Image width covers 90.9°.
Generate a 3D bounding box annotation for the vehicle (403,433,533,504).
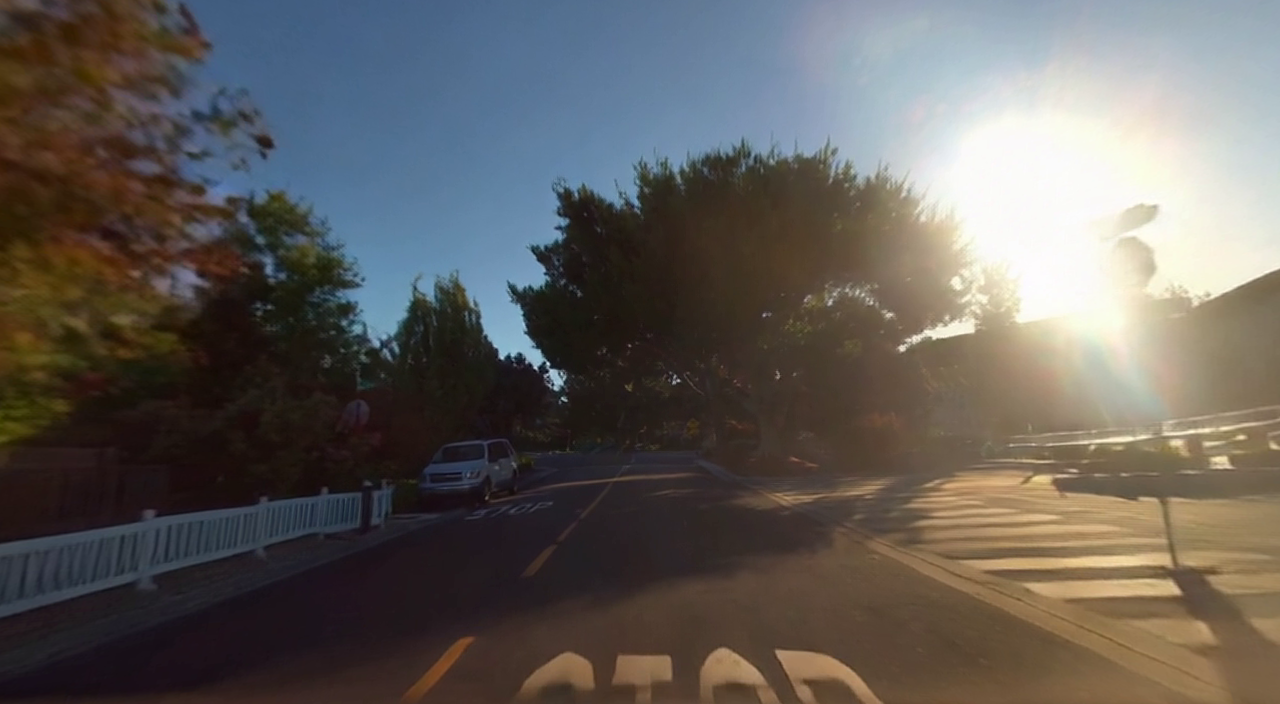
[{"bbox_3d":[-5.324,3.656,20.646,2.308,1.899,6.107,-2,-8,3],"label":"vehicle"}]
